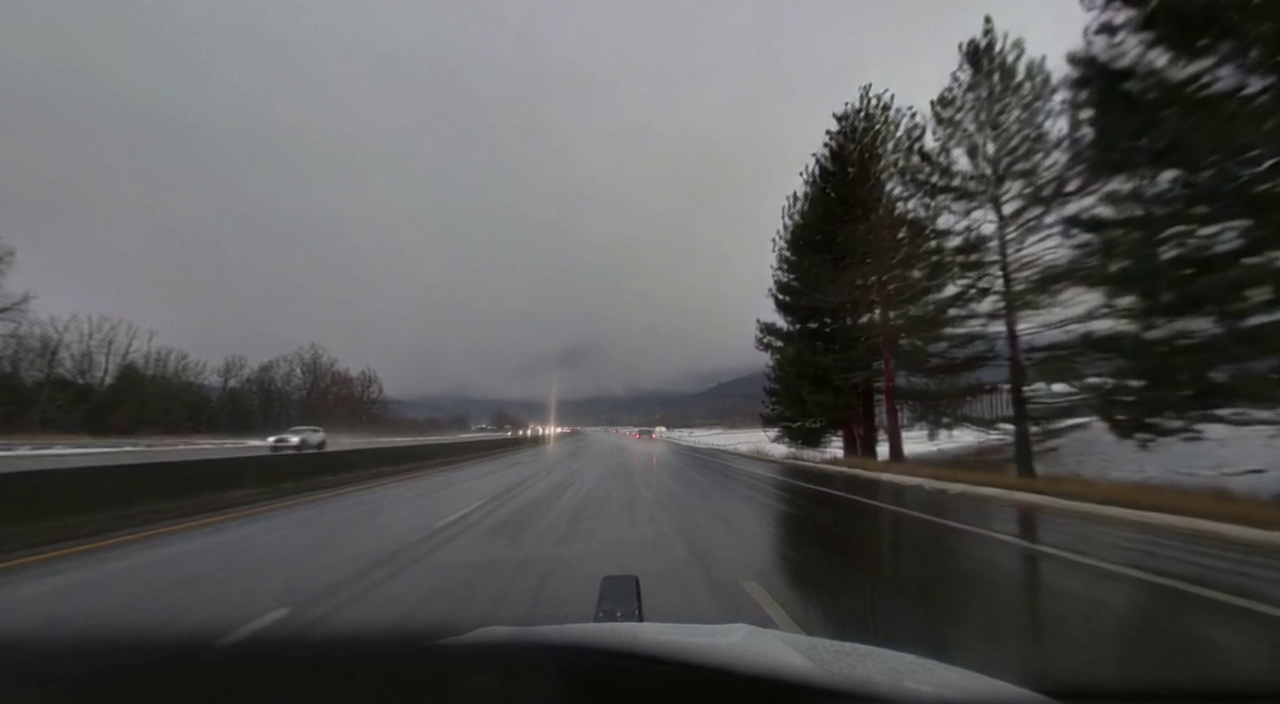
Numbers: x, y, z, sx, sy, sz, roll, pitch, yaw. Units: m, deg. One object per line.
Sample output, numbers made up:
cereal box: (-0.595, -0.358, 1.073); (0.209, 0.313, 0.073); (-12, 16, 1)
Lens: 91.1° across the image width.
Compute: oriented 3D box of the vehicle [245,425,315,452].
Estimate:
vehicle: (-21.533, 5.213, 37.776); (1.808, 1.504, 4.219); (0, -8, -3)
